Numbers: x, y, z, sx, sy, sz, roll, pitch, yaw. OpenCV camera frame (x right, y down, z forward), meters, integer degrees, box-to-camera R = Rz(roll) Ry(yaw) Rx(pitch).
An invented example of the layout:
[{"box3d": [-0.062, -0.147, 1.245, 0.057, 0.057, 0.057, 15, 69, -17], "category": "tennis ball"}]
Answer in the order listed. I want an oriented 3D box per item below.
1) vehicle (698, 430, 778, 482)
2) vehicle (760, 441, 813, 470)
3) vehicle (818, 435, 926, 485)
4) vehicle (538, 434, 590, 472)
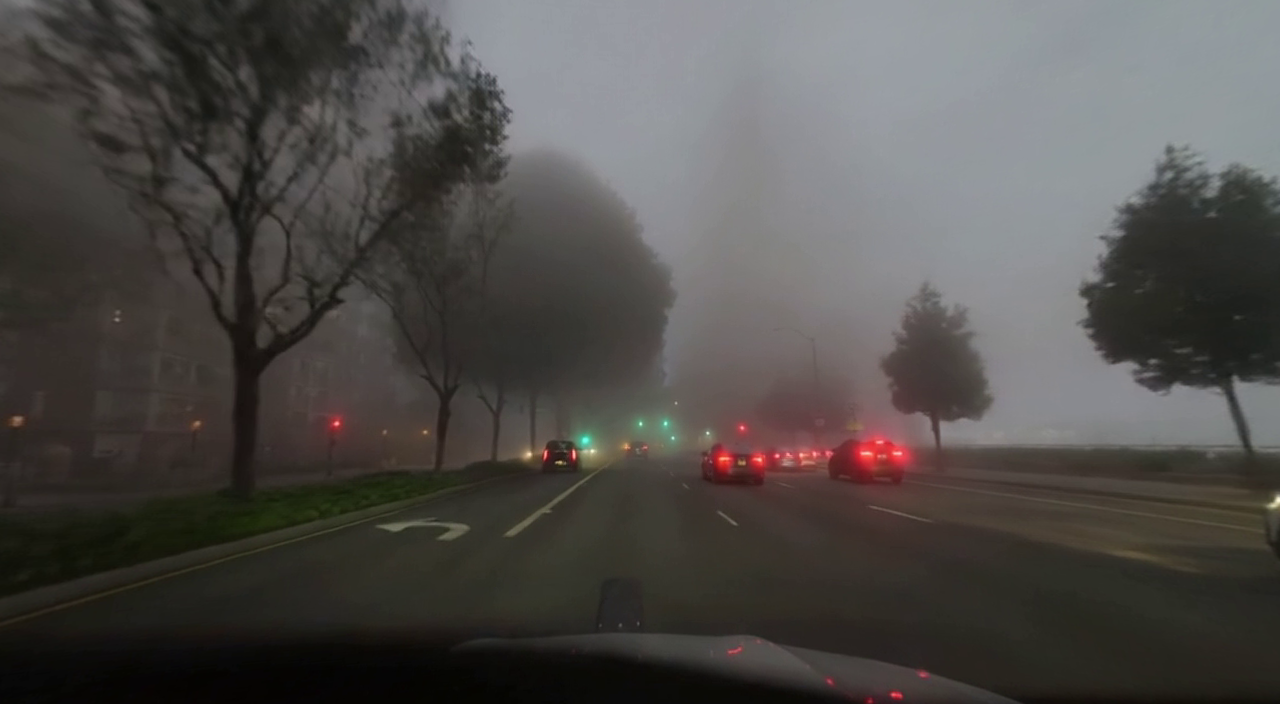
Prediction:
[{"box3d": [3.564, 3.902, 23.891, 2.152, 1.742, 4.704, 0, -8, -1], "category": "vehicle"}, {"box3d": [8.029, 5.706, 35.067, 1.884, 1.478, 4.164, 0, -8, 0], "category": "vehicle"}, {"box3d": [7.898, 3.711, 22.061, 1.944, 1.503, 4.723, 0, -8, -1], "category": "vehicle"}, {"box3d": [-3.797, 5.147, 32.357, 2.155, 1.797, 3.989, 0, -8, 0], "category": "vehicle"}]
